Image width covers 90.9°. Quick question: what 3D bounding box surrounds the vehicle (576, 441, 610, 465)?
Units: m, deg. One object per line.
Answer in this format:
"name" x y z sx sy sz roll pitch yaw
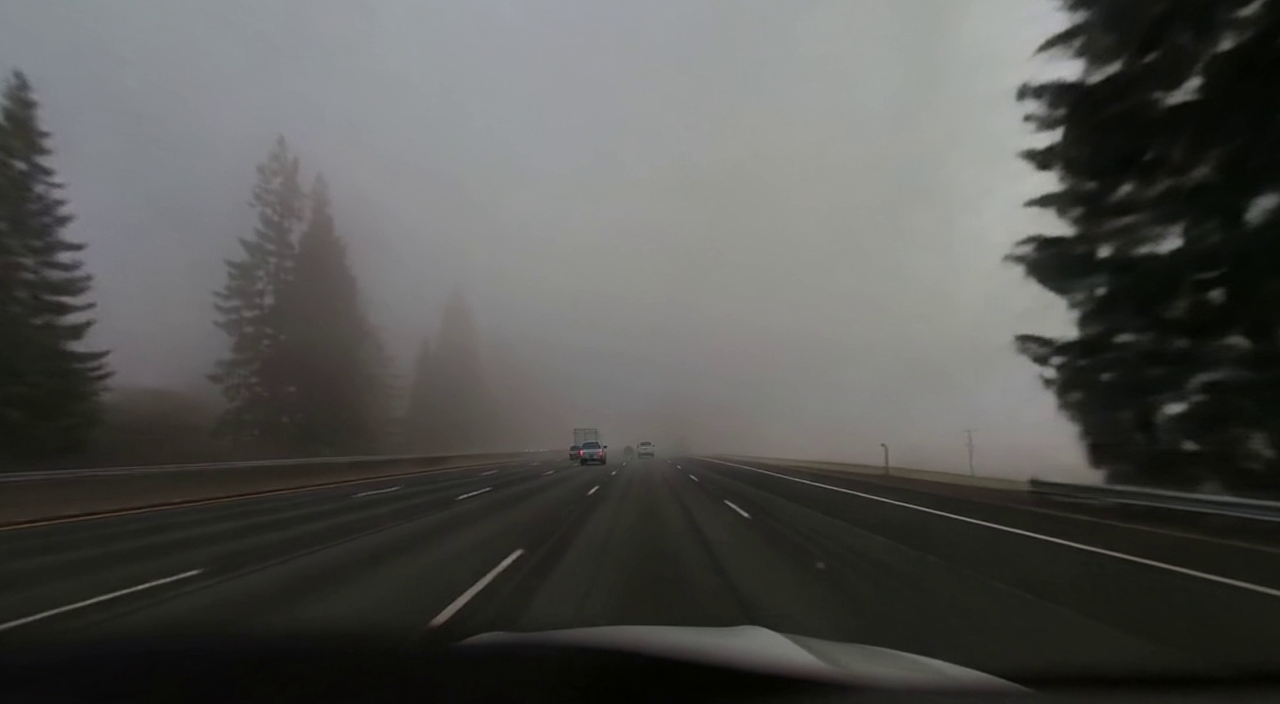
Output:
"vehicle" -3.239 7.023 44.087 1.993 1.589 3.898 0 -8 1
